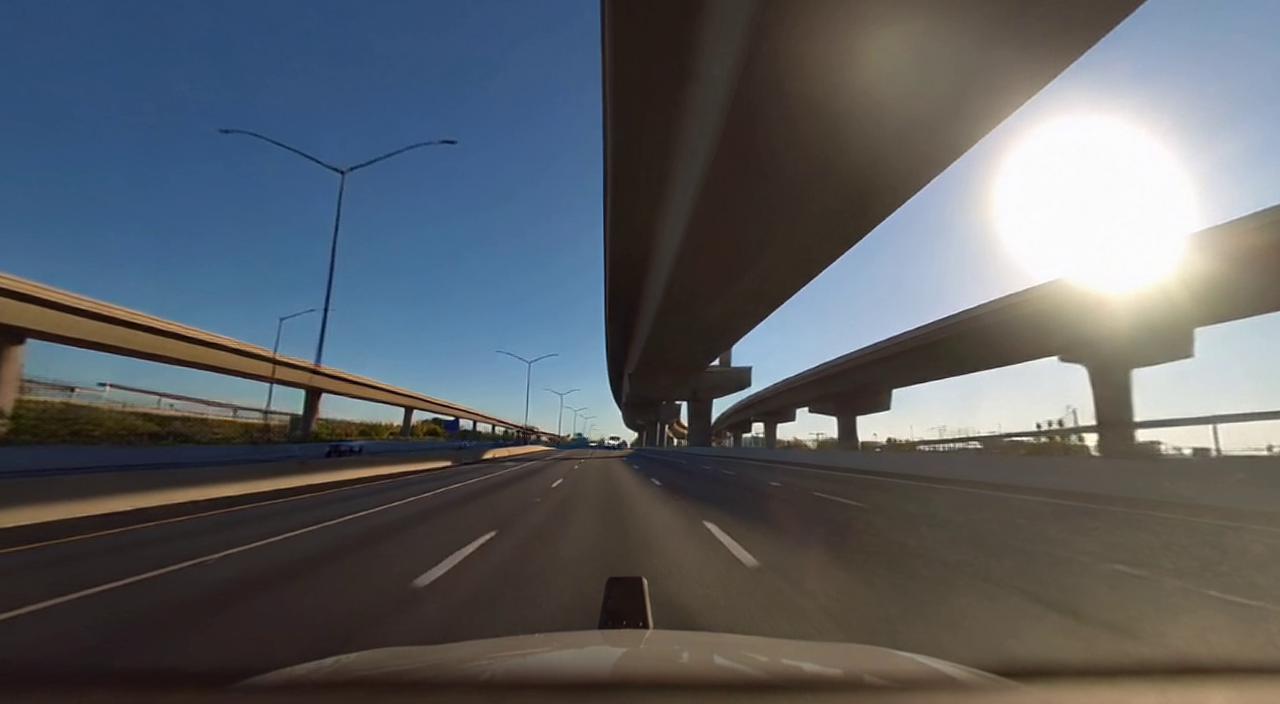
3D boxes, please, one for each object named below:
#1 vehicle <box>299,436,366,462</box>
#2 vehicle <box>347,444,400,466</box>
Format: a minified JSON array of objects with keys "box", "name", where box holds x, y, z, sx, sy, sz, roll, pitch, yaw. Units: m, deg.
[{"box":[-22.717,7.200,46.849,2.239,1.802,5.754,0,-9,-2],"name":"vehicle"},{"box":[-18.750,7.252,44.561,2.005,1.446,4.235,0,-9,-1],"name":"vehicle"}]
